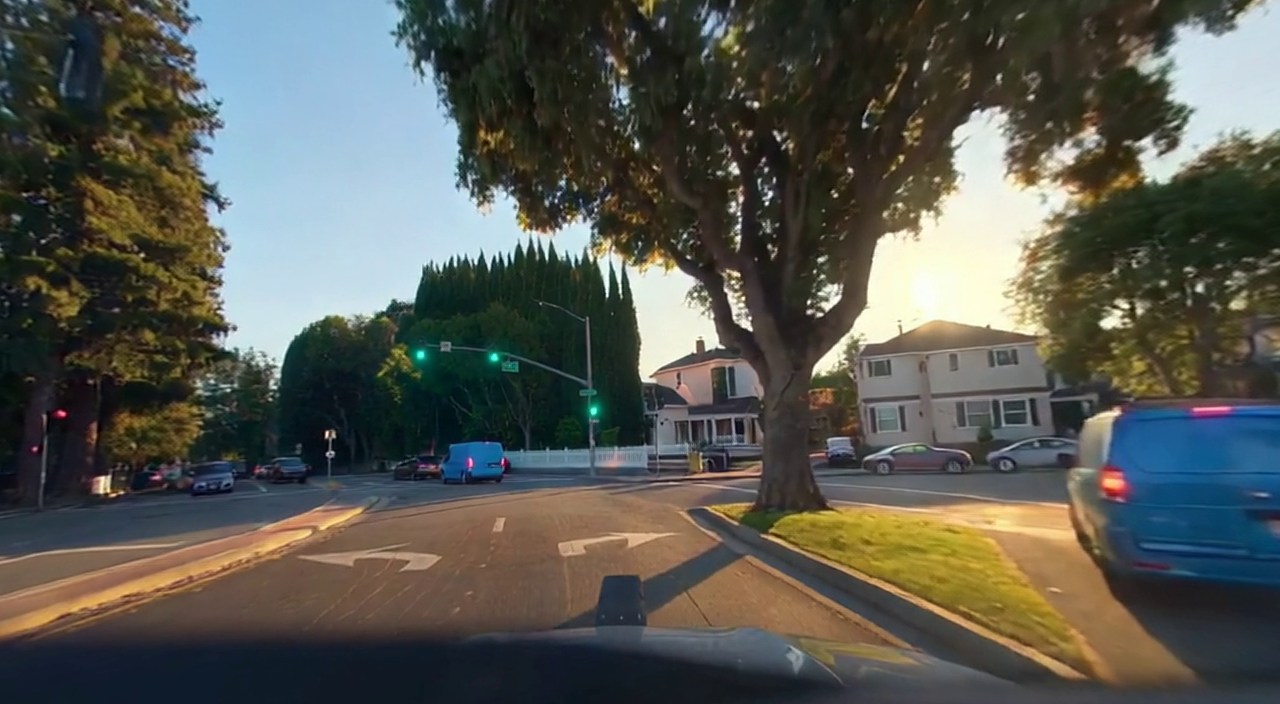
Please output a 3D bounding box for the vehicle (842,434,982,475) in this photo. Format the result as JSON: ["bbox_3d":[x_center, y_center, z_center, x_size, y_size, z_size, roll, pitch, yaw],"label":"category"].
[{"bbox_3d":[10.324,3.946,24.350,4.509,1.481,2.027,-2,-9,9],"label":"vehicle"}]

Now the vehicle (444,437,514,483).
[{"bbox_3d":[-8.331,5.474,32.353,2.213,2.124,4.809,5,-10,-29],"label":"vehicle"}]

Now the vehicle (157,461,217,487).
[{"bbox_3d":[-34.517,9.259,48.063,5.175,1.791,2.008,-7,-10,34],"label":"vehicle"}]

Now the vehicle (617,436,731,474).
[{"bbox_3d":[1.908,5.923,36.455,6.104,2.026,2.514,-5,-10,31],"label":"vehicle"}]

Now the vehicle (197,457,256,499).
[{"bbox_3d":[-20.253,6.088,30.855,2.078,1.783,4.670,6,-10,-35],"label":"vehicle"}]

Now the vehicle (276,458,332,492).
[{"bbox_3d":[-17.147,6.195,32.126,1.952,1.461,4.377,6,-10,-34],"label":"vehicle"}]

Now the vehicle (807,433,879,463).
[{"bbox_3d":[13.807,6.497,43.018,4.268,1.765,1.989,-4,-5,29],"label":"vehicle"}]

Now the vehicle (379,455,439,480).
[{"bbox_3d":[-14.988,7.427,40.829,2.008,1.445,4.386,8,-12,-43],"label":"vehicle"}]

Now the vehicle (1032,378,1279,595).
[{"bbox_3d":[6.185,1.427,7.368,2.133,1.821,4.254,-4,-9,25],"label":"vehicle"}]

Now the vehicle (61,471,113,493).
[{"bbox_3d":[-43.520,10.186,49.682,4.290,1.497,2.093,-8,-10,35],"label":"vehicle"}]
